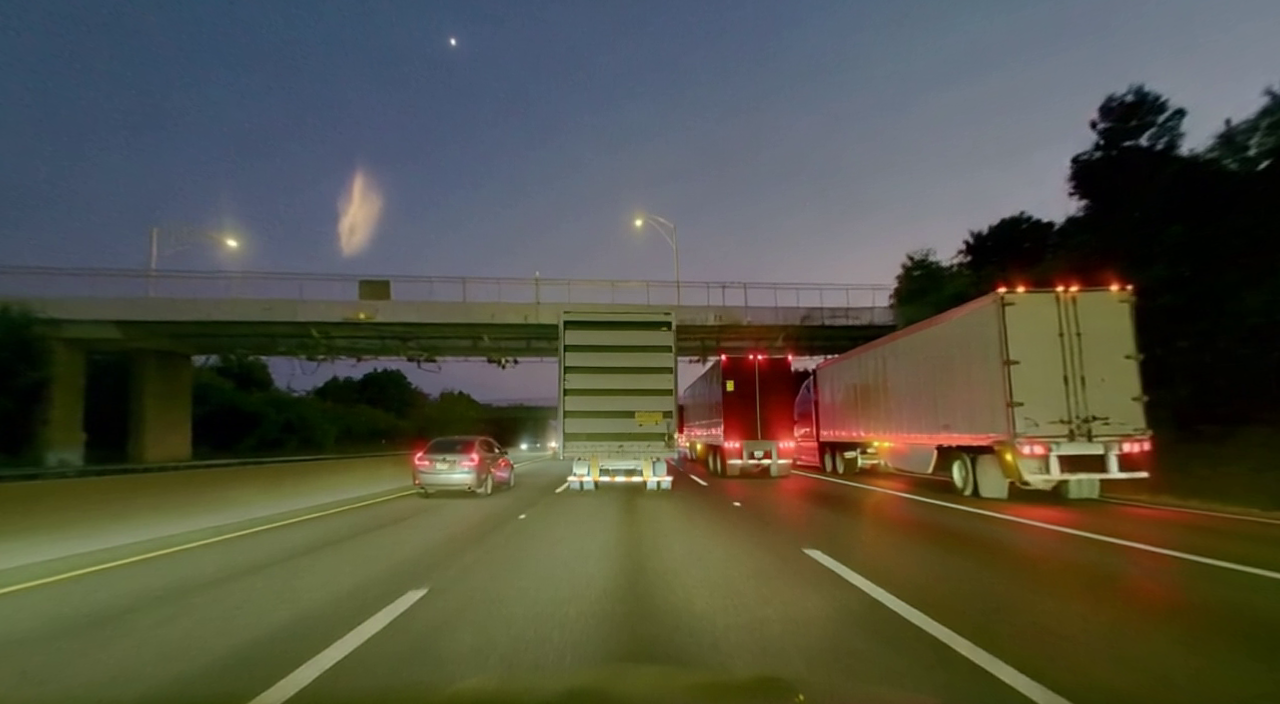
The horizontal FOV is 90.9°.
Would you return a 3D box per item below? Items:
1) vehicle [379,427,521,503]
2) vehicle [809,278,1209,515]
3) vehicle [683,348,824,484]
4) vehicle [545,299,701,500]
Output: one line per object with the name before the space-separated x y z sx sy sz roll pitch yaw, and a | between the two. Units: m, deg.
vehicle | -4.097 2.482 14.328 2.049 1.483 3.786 0 -8 0
vehicle | 8.052 1.590 17.388 3.000 4.114 13.063 0 -8 -1
vehicle | 3.644 2.589 23.888 2.817 3.886 11.491 0 -8 -2
vehicle | -0.497 1.639 18.074 3.090 4.065 10.702 0 -8 -2
